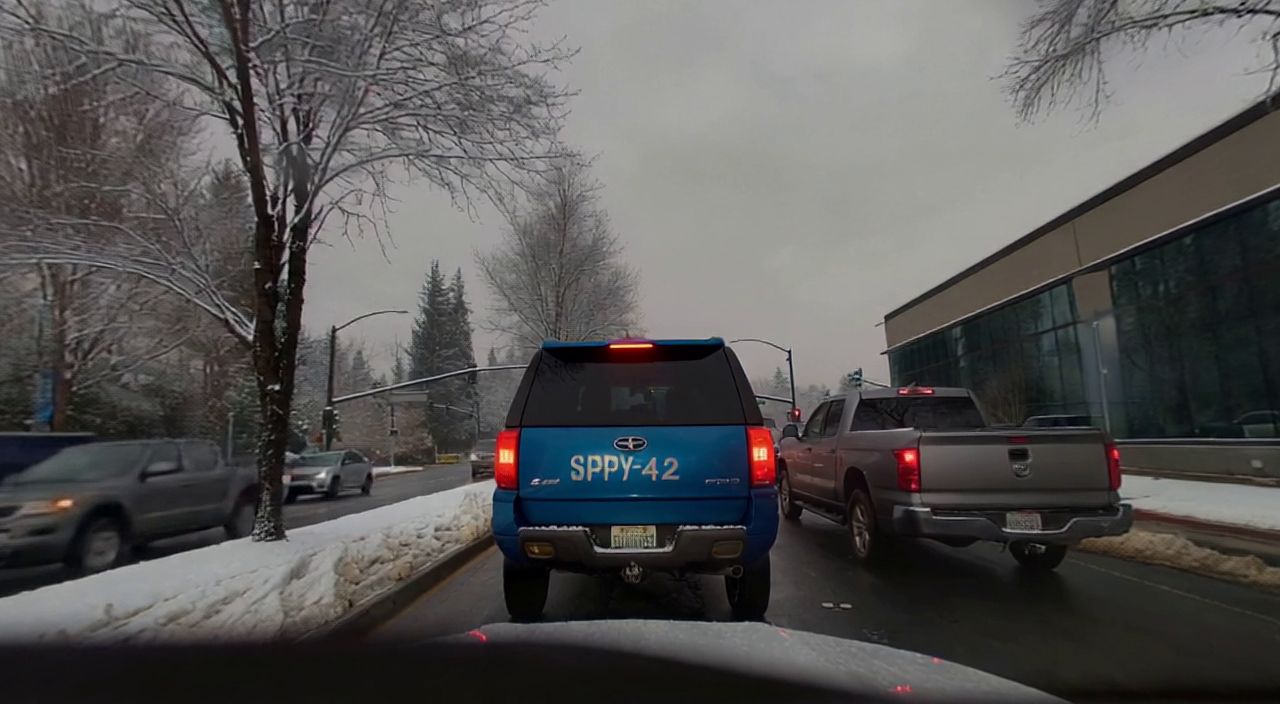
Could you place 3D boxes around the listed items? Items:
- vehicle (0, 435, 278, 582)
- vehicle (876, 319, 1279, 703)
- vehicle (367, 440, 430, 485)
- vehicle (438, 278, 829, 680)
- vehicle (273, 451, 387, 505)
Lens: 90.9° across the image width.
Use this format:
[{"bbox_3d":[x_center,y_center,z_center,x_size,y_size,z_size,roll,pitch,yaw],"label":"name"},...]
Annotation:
[{"bbox_3d":[-9.124,2.572,11.403,2.126,2.027,5.018,0,-8,0],"label":"vehicle"},{"bbox_3d":[3.085,0.984,3.470,2.022,1.700,4.410,0,-8,3],"label":"vehicle"},{"bbox_3d":[-15.560,7.111,40.916,1.924,2.730,5.024,0,-8,2],"label":"vehicle"},{"bbox_3d":[0.015,1.034,5.982,2.267,2.372,4.366,0,-8,2],"label":"vehicle"},{"bbox_3d":[-12.133,4.917,25.123,1.965,1.897,4.821,0,-8,1],"label":"vehicle"}]
